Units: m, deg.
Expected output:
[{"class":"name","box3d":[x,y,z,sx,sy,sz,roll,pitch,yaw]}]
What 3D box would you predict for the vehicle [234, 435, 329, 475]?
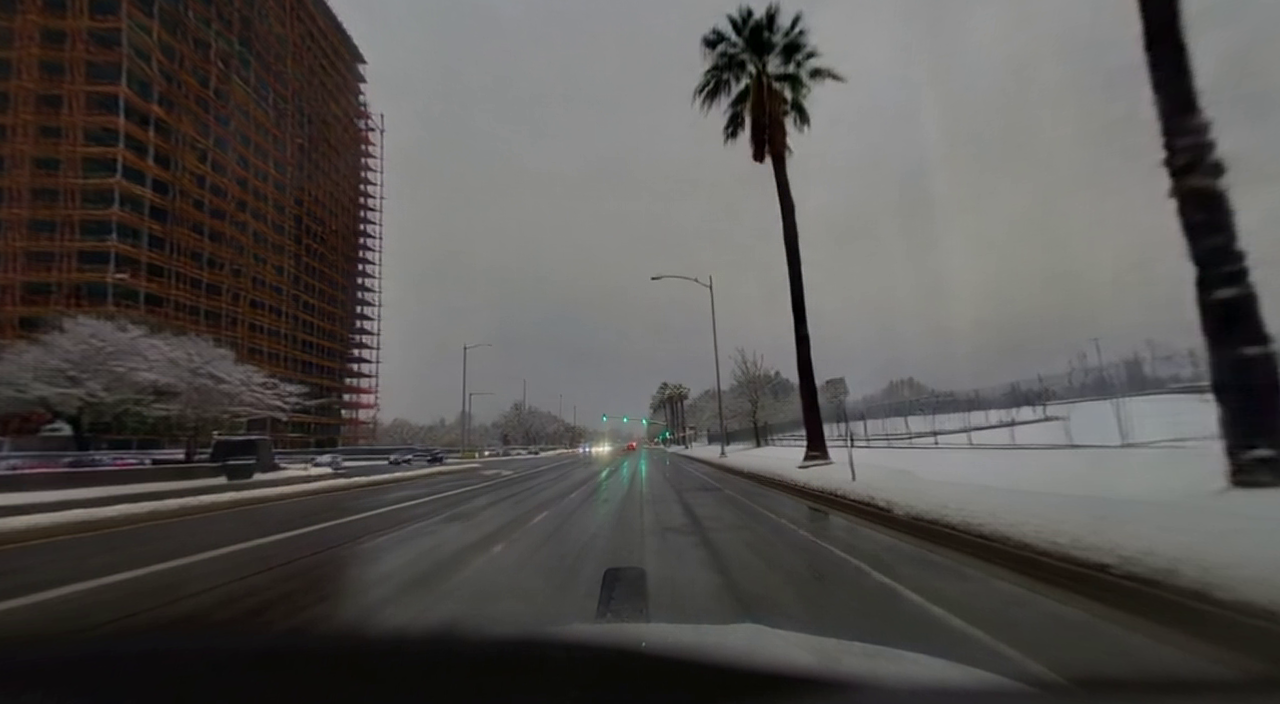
[{"class":"vehicle","box3d":[-26.512,7.571,46.576,6.454,2.718,3.175,-5,-10,31]}]
